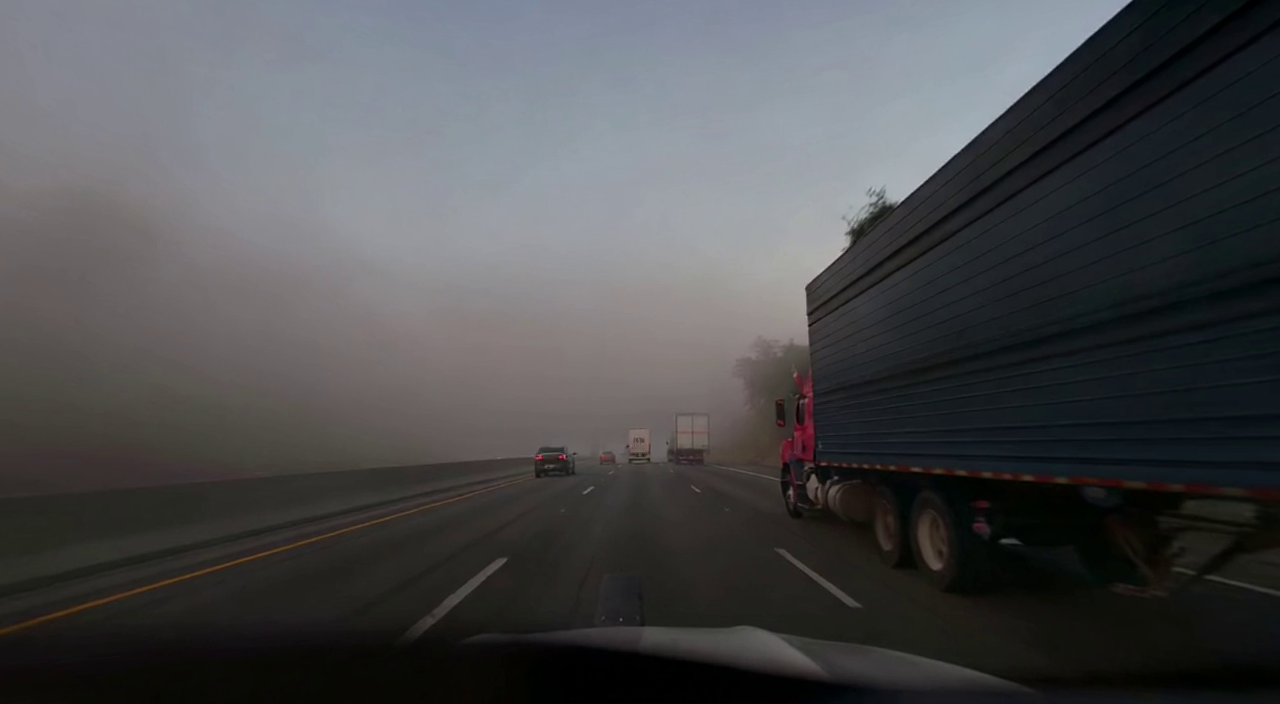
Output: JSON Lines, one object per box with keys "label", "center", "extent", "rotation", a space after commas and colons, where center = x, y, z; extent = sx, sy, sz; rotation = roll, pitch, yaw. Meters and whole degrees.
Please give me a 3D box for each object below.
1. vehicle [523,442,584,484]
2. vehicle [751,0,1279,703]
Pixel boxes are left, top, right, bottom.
{"label": "vehicle", "center": [-3.567, 4.678, 26.792], "extent": [2.007, 1.647, 3.854], "rotation": [0, -9, 1]}
{"label": "vehicle", "center": [3.947, 0.044, 4.019], "extent": [3.031, 3.826, 17.142], "rotation": [0, -9, -1]}
